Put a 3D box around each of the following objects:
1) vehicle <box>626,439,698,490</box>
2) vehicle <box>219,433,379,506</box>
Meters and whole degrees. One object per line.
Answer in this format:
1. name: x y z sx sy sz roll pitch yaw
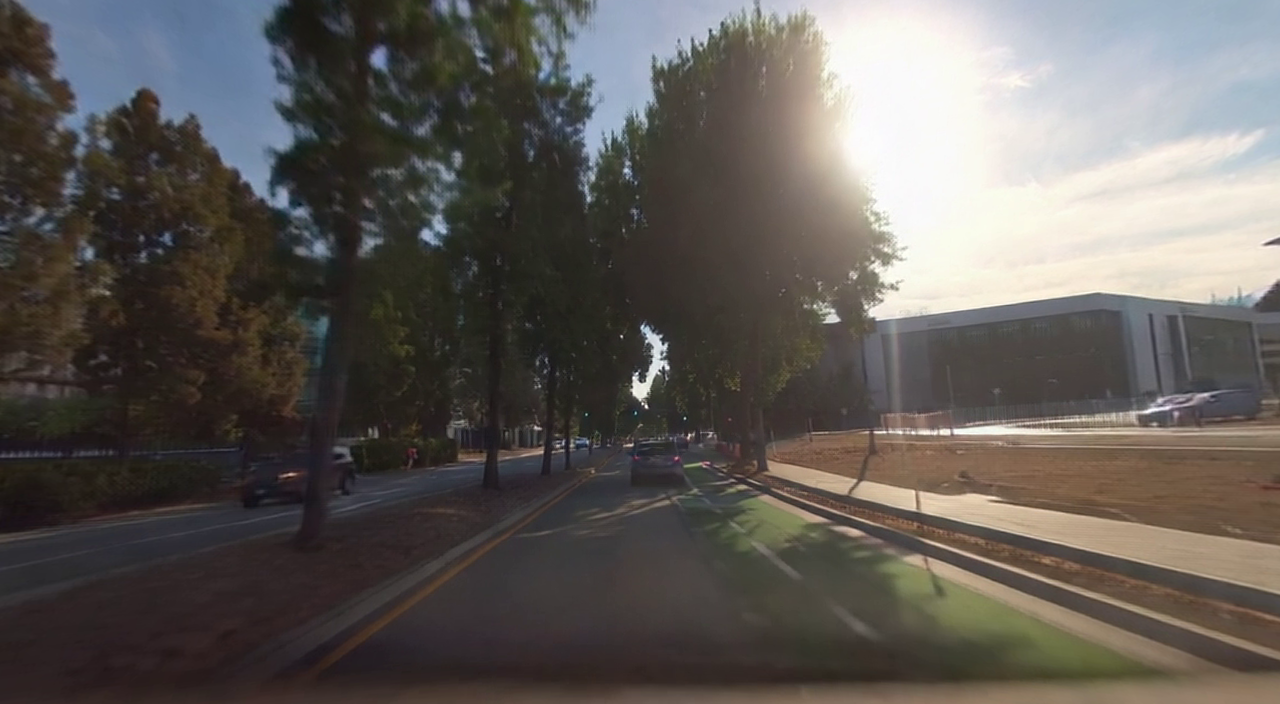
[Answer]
1. vehicle: 0.715 3.684 20.995 2.114 1.493 4.430 0 -9 2
2. vehicle: -11.144 3.867 21.302 2.349 2.106 5.464 0 -9 0
